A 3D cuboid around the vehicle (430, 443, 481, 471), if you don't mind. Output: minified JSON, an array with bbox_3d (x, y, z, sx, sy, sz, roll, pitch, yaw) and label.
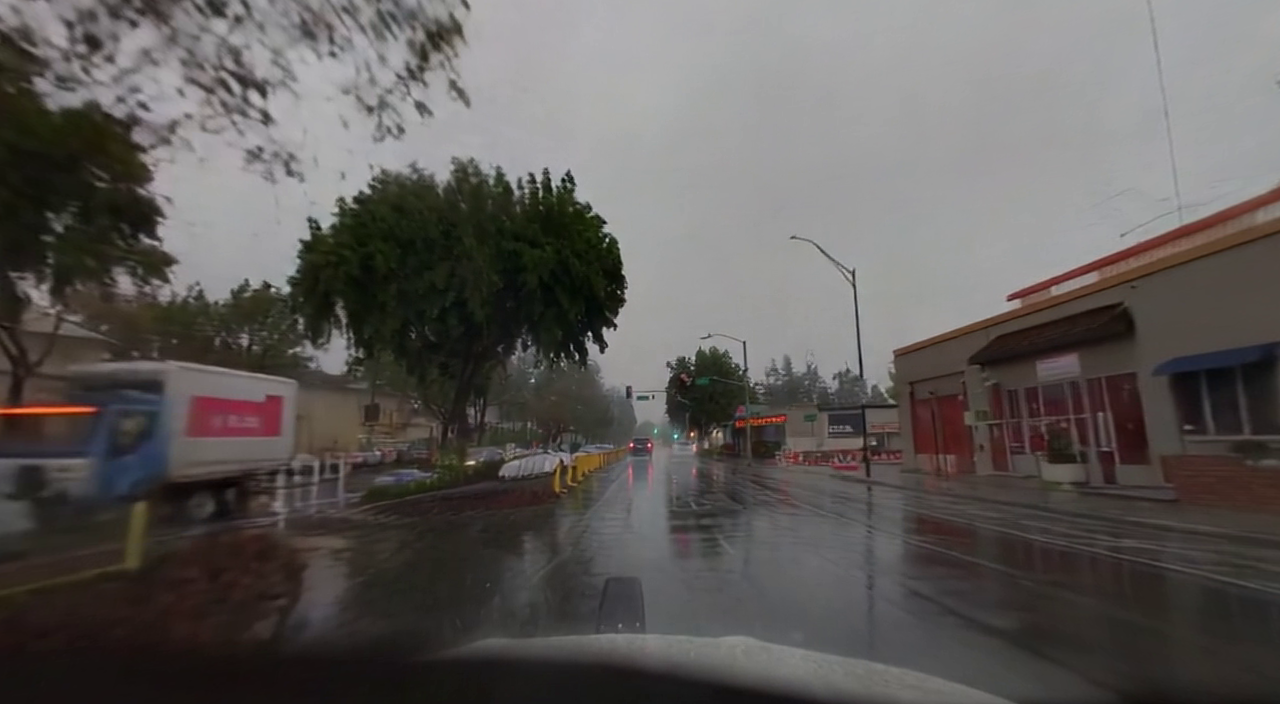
[{"bbox_3d":[-12.629,7.190,43.524,2.078,1.740,4.703,0,-9,0],"label":"vehicle"}]

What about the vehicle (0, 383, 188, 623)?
[{"bbox_3d":[-5.979,1.249,5.326,2.058,1.751,4.502,0,-8,-16],"label":"vehicle"}]

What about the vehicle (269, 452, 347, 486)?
[{"bbox_3d":[-16.497,5.807,31.607,1.725,1.500,3.875,-1,-8,2],"label":"vehicle"}]

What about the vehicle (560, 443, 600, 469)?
[{"bbox_3d":[-3.614,6.359,38.750,1.962,1.484,4.351,0,-8,1],"label":"vehicle"}]

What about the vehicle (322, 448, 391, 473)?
[{"bbox_3d":[-21.587,8.276,48.192,4.291,1.687,1.949,-2,-8,3],"label":"vehicle"}]

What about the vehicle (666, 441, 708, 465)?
[{"bbox_3d":[3.444,7.543,47.394,2.427,1.665,5.593,0,-9,-3],"label":"vehicle"}]
